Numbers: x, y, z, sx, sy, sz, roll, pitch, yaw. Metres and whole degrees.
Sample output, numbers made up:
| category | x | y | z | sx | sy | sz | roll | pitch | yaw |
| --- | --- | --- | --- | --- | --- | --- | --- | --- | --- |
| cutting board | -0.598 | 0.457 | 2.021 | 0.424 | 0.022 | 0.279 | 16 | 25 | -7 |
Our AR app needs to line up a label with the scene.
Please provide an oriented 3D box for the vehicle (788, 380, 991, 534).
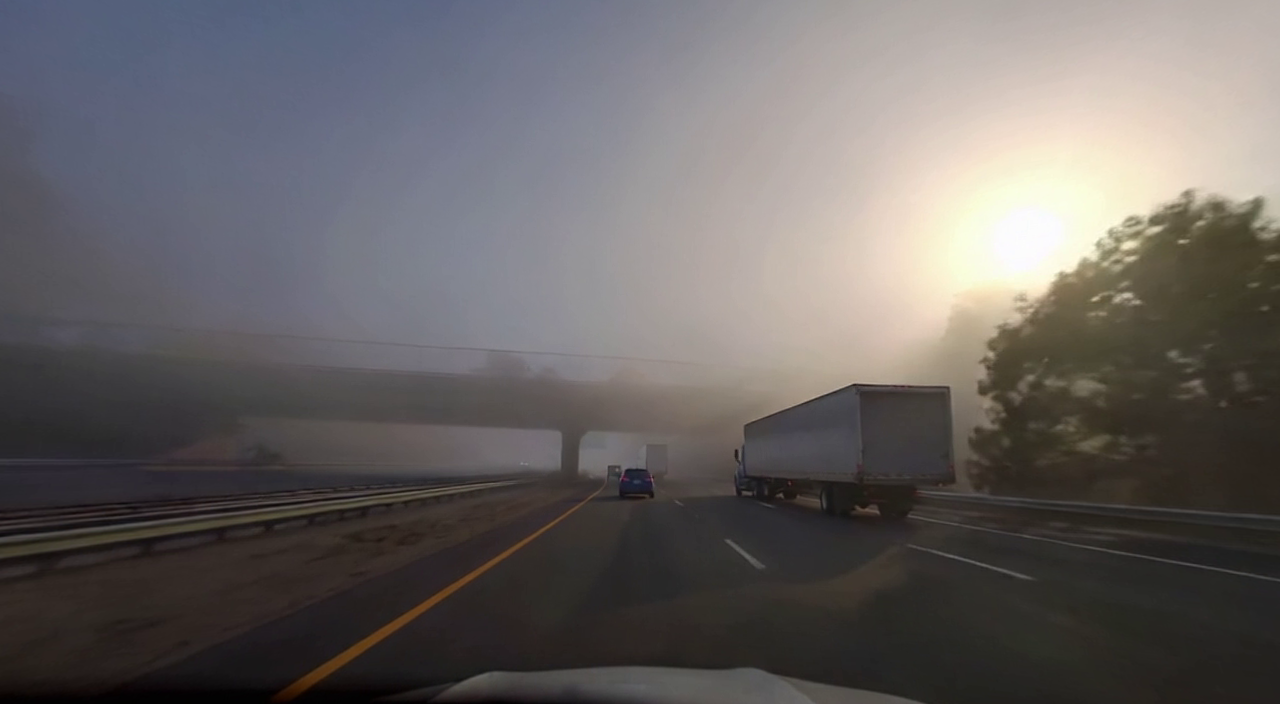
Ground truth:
| category | x | y | z | sx | sy | sz | roll | pitch | yaw |
| --- | --- | --- | --- | --- | --- | --- | --- | --- | --- |
| vehicle | 7.011 | 3.279 | 19.455 | 2.839 | 3.684 | 8.091 | 1 | -11 | -1 |

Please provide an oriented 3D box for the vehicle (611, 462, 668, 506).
| category | x | y | z | sx | sy | sz | roll | pitch | yaw |
| --- | --- | --- | --- | --- | --- | --- | --- | --- | --- |
| vehicle | -0.032 | 5.199 | 24.977 | 2.067 | 1.552 | 3.601 | 1 | -11 | 0 |
